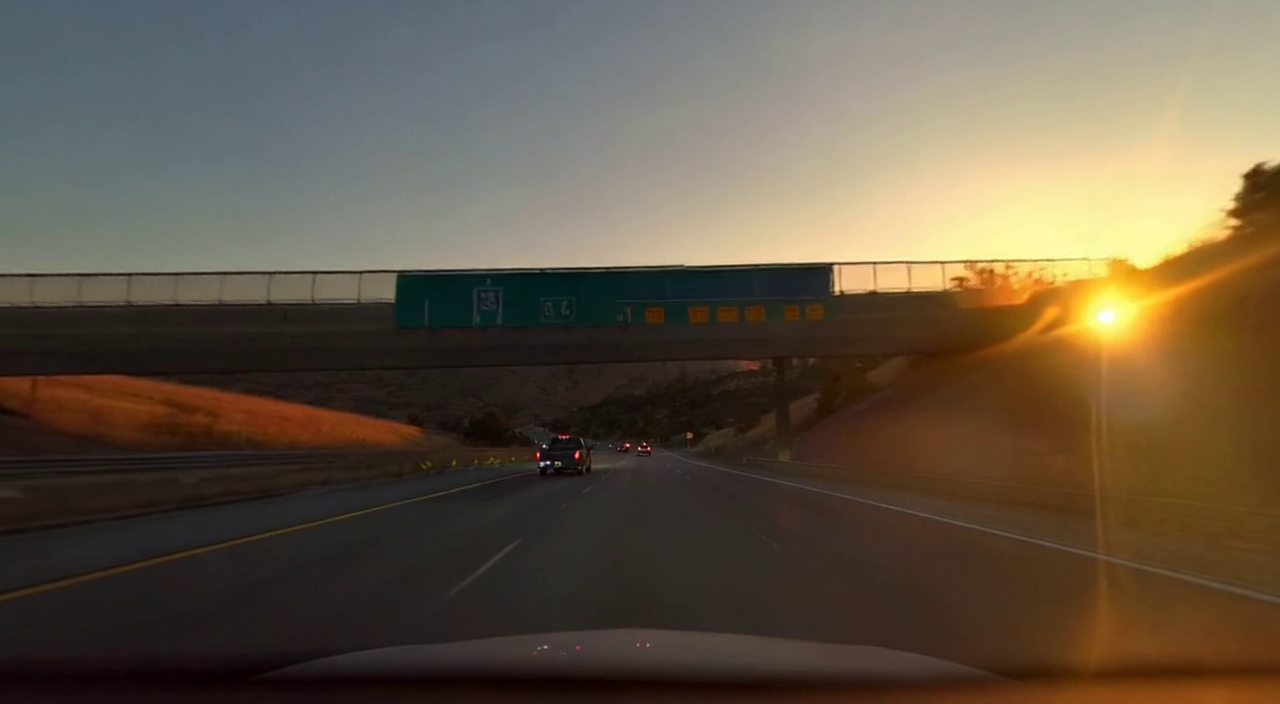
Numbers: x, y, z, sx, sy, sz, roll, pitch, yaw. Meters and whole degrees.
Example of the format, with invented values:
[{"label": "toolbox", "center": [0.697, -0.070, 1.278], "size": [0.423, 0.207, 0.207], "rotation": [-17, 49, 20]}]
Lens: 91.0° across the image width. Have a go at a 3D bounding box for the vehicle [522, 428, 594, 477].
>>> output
[{"label": "vehicle", "center": [-3.495, 4.451, 28.054], "size": [2.379, 1.918, 5.504], "rotation": [0, -8, 1]}]
